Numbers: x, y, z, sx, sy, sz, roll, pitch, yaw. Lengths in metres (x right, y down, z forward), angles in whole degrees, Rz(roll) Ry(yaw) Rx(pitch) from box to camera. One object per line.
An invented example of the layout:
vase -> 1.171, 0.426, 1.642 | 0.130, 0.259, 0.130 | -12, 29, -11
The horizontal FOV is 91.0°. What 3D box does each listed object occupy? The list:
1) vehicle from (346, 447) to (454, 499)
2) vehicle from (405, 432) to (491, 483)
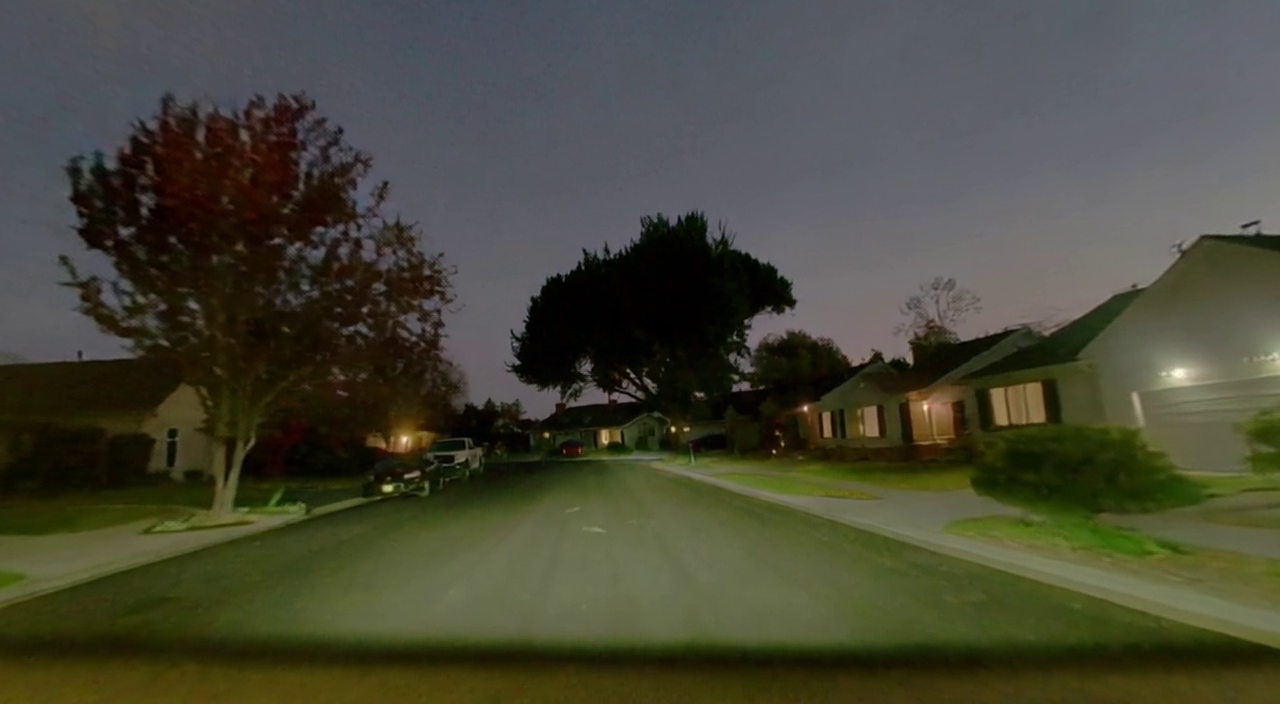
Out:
vehicle -> -7.301, 3.683, 19.612 | 2.017, 1.397, 4.004 | 0, -8, -4
vehicle -> -8.068, 4.488, 27.117 | 2.338, 1.925, 5.725 | 0, -8, -5
